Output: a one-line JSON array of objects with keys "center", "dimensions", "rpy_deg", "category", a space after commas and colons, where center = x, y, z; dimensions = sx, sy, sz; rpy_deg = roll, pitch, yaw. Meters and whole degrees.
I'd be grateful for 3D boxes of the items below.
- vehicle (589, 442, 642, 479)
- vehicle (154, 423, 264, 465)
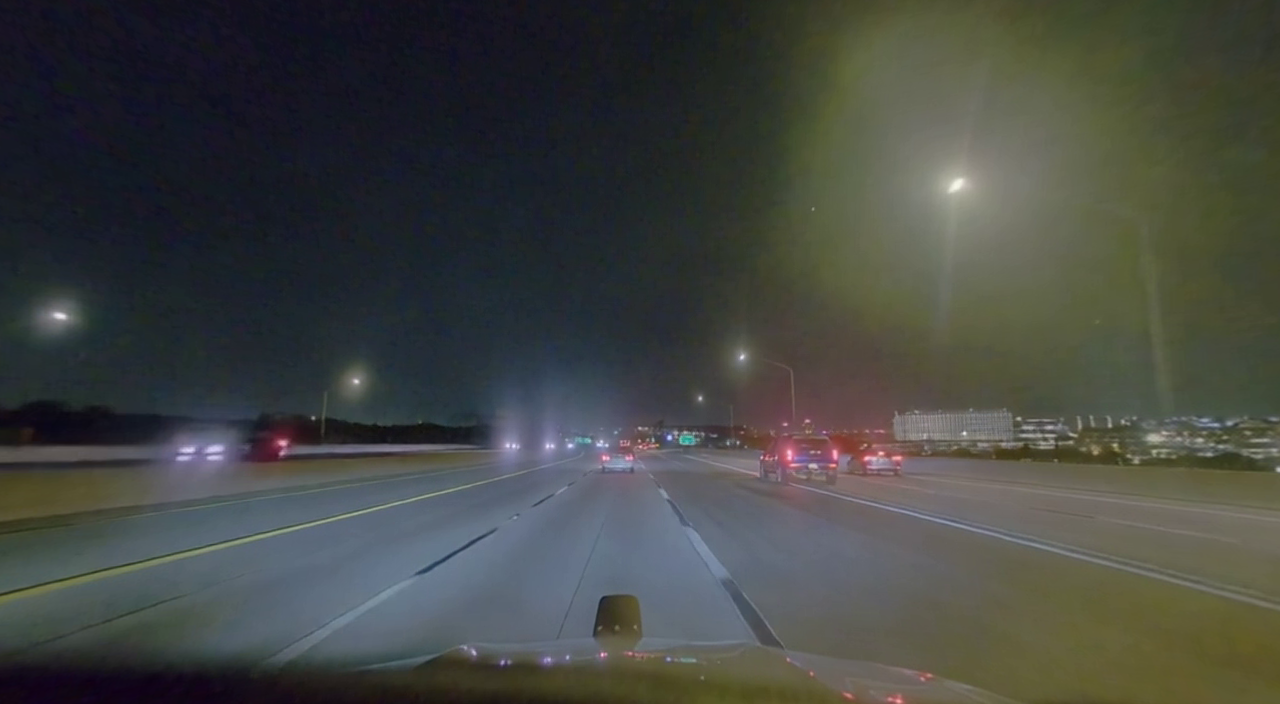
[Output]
[{"center": [-1.016, 4.840, 28.207], "dimensions": [2.055, 1.509, 4.255], "rpy_deg": [-1, -9, 2], "category": "vehicle"}, {"center": [-21.773, 4.700, 31.969], "dimensions": [2.154, 1.972, 5.009], "rpy_deg": [0, -9, -2], "category": "vehicle"}]
